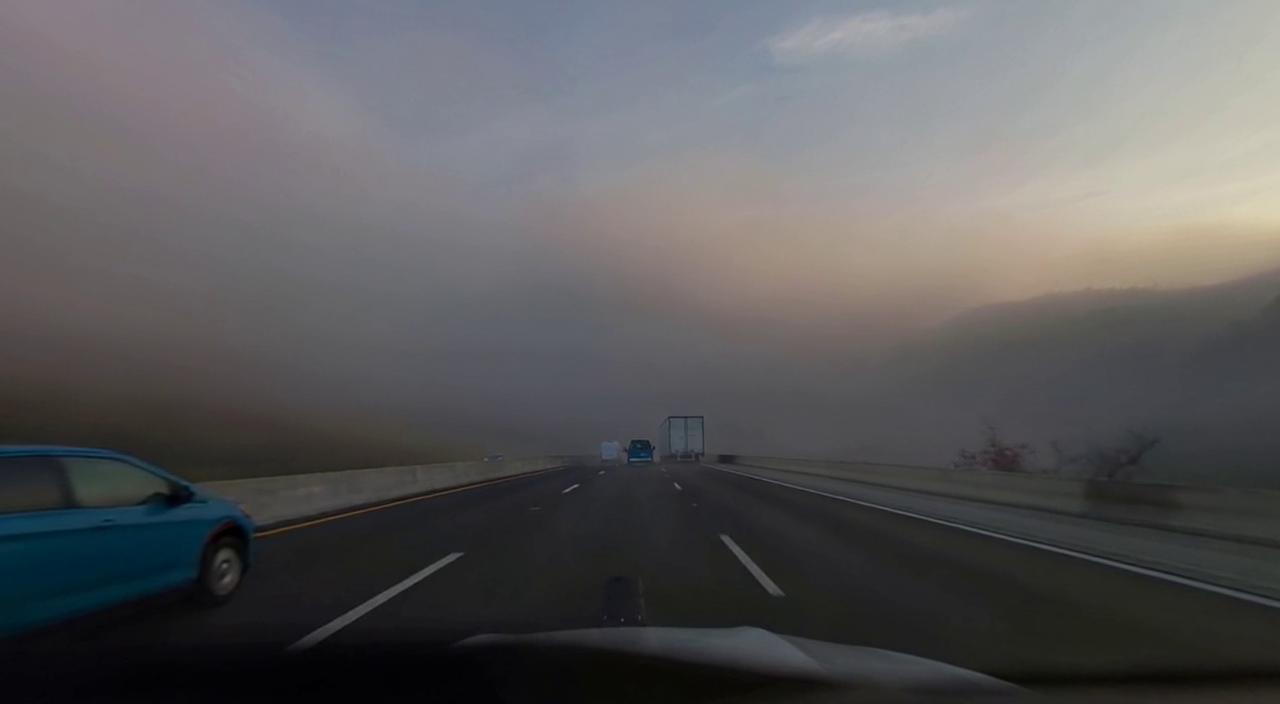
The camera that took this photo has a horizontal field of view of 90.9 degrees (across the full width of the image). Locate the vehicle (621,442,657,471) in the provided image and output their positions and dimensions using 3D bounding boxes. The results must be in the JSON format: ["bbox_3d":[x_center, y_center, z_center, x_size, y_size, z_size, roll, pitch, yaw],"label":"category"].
[{"bbox_3d":[-0.022,6.600,39.887,2.166,1.747,4.299,0,-9,1],"label":"vehicle"}]

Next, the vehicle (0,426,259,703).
[{"bbox_3d":[-4.252,1.117,3.172,1.945,1.463,4.263,0,-9,1],"label":"vehicle"}]
